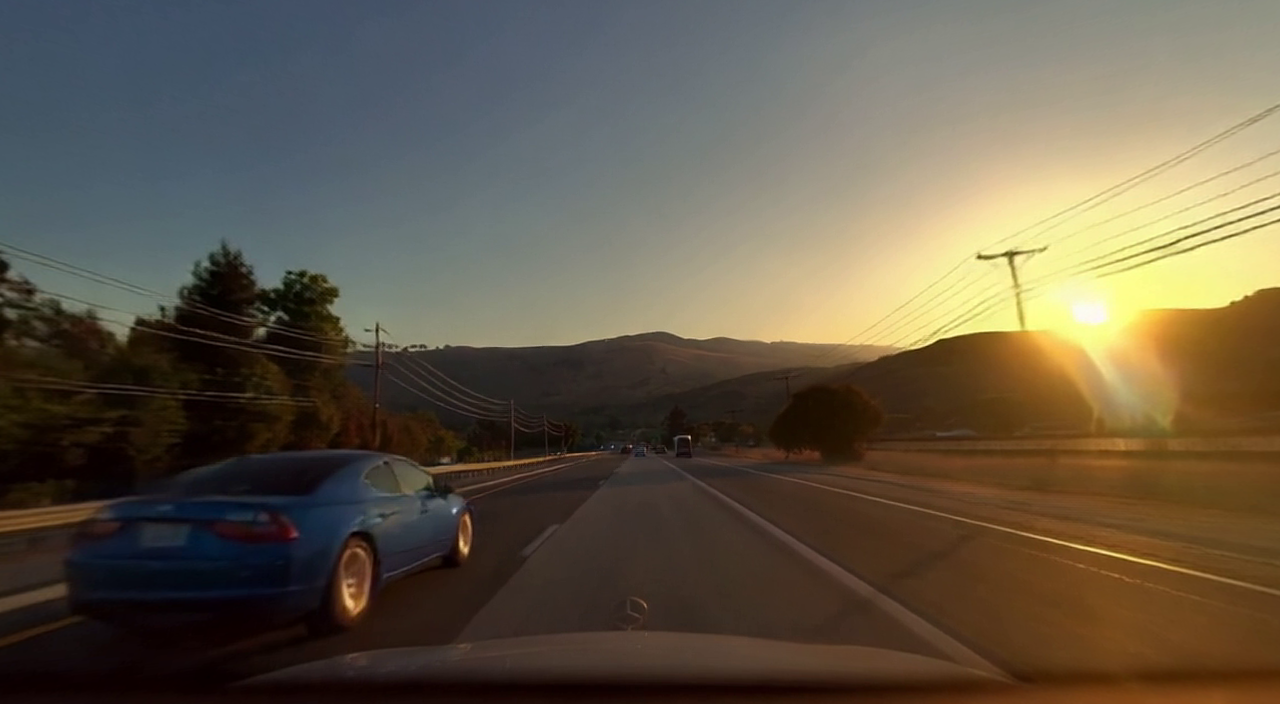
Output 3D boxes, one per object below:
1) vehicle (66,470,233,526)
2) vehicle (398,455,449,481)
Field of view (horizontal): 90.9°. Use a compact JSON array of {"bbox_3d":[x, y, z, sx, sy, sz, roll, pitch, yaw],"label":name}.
[{"bbox_3d":[-16.504,4.910,21.634,1.871,1.491,4.706,0,-8,1],"label":"vehicle"},{"bbox_3d":[-16.228,8.671,47.535,2.122,1.774,4.756,0,-8,1],"label":"vehicle"}]
